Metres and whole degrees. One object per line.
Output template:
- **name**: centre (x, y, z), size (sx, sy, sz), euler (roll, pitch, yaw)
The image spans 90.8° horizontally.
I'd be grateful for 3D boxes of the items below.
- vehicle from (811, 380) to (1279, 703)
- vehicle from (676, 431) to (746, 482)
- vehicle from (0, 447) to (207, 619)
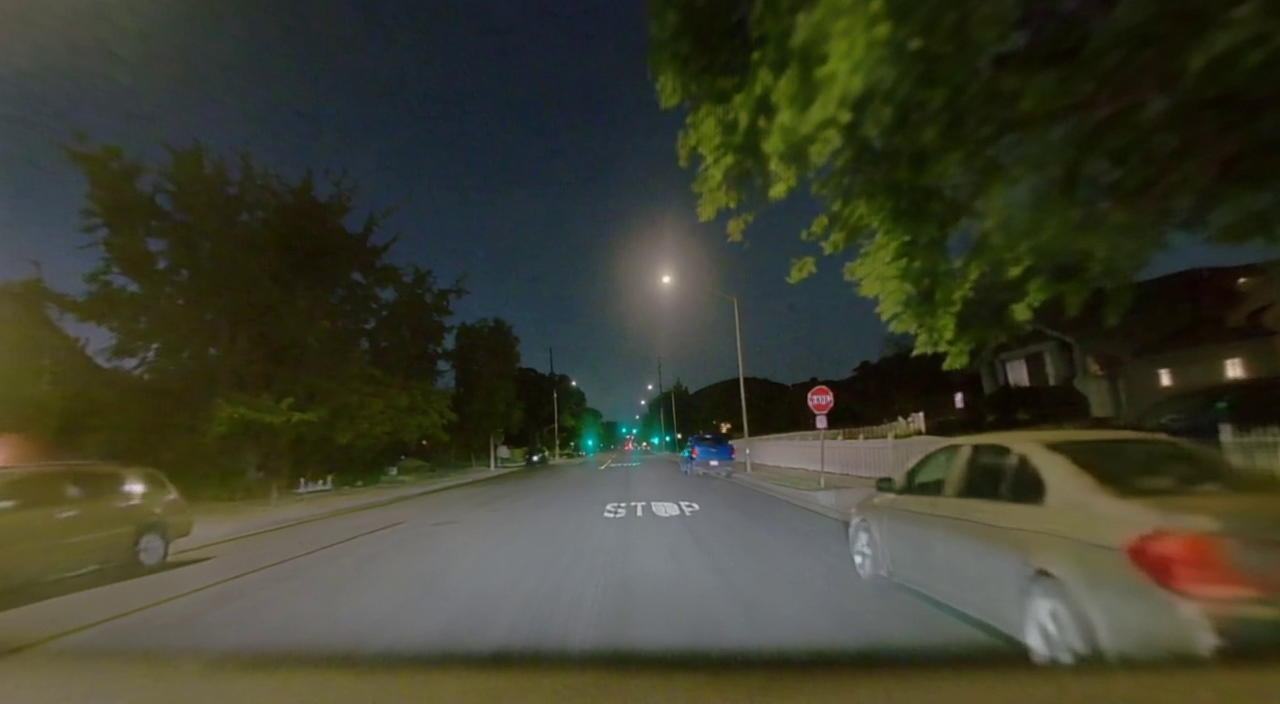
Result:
- **vehicle**: centre (2.966, 1.180, 4.293), size (2.185, 1.513, 4.524), euler (0, -9, -2)
- **vehicle**: centre (2.701, 4.144, 25.269), size (2.126, 1.795, 4.751), euler (0, -9, -1)
- **vehicle**: centre (-7.162, 1.835, 6.740), size (2.125, 1.623, 4.207), euler (0, -9, -1)
